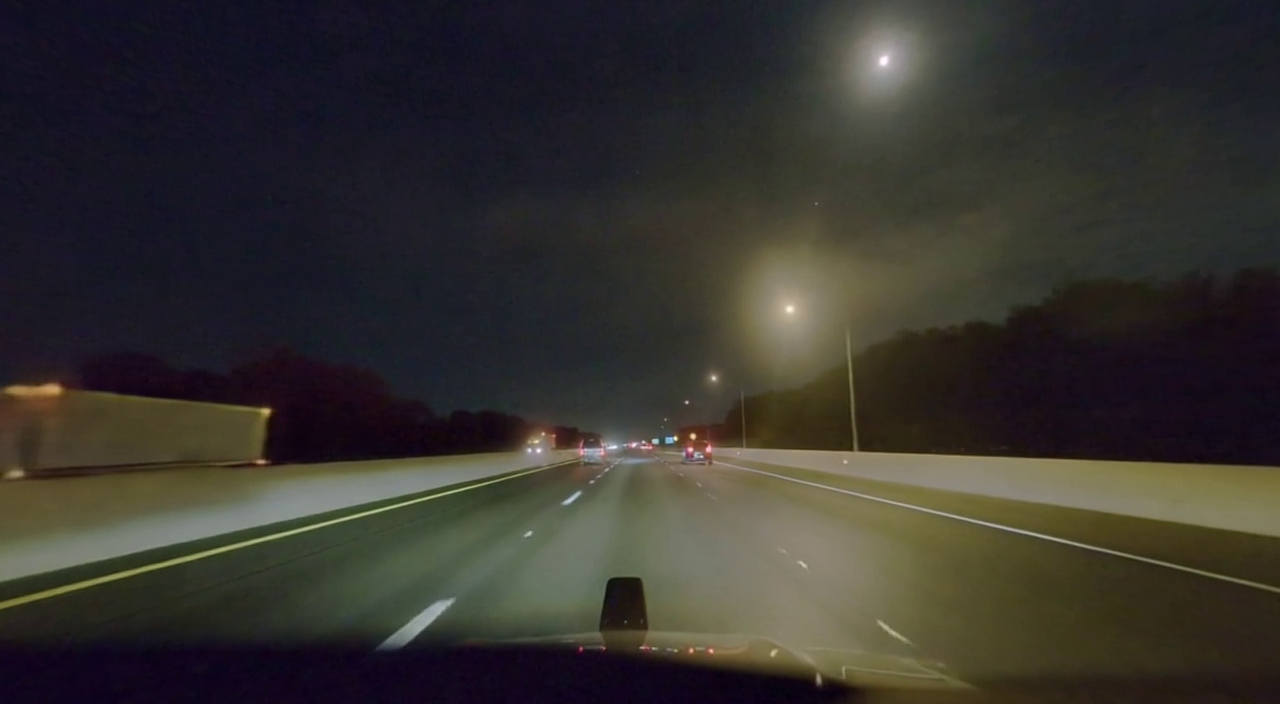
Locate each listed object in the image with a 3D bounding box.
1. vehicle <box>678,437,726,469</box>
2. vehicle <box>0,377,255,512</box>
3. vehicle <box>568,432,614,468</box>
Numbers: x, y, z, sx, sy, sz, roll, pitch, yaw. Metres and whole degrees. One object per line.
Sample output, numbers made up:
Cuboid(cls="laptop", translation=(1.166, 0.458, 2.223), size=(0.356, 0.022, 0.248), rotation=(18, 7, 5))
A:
Cuboid(cls="vehicle", translation=(3.413, 5.642, 35.288), size=(2.202, 1.682, 4.188), rotation=(0, -9, 0))
Cuboid(cls="vehicle", translation=(-21.335, 3.719, 25.099), size=(3.016, 4.139, 14.005), rotation=(0, -9, 0))
Cuboid(cls="vehicle", translation=(-2.901, 6.026, 38.549), size=(2.291, 2.052, 4.887), rotation=(0, -9, 1))
